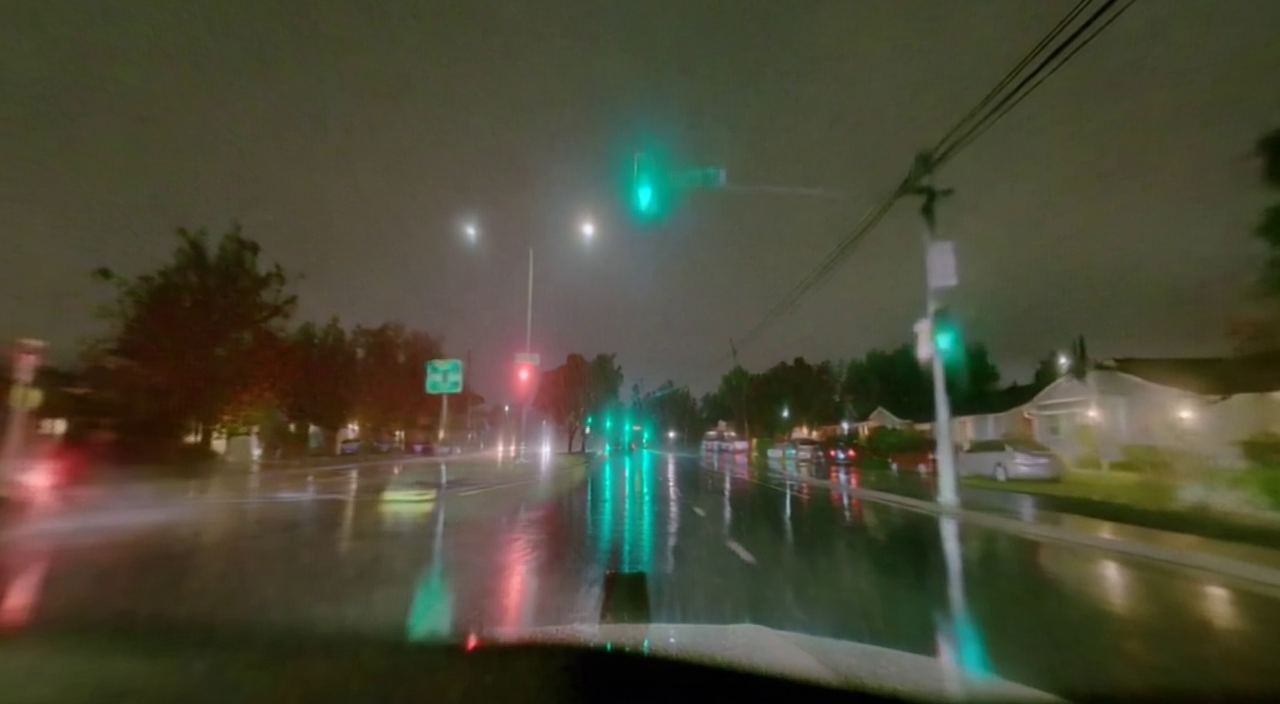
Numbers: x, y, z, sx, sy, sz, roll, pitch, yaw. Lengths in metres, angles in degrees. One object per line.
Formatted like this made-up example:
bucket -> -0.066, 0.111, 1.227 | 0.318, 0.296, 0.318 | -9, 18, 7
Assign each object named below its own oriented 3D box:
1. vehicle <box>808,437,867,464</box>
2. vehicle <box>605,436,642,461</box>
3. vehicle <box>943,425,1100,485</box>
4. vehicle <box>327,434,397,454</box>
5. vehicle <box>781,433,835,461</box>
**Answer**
vehicle -> 11.200, 5.617, 36.095 | 1.838, 1.443, 4.563 | 0, -8, -1
vehicle -> -1.016, 5.906, 38.744 | 2.113, 1.462, 4.203 | 0, -8, -2
vehicle -> 11.722, 3.192, 19.851 | 2.018, 1.665, 4.576 | 0, -8, -1
vehicle -> -21.768, 7.214, 49.450 | 4.547, 1.484, 1.914 | 0, -8, 1
vehicle -> 10.964, 6.237, 41.526 | 2.156, 1.689, 4.774 | 0, -8, -1
